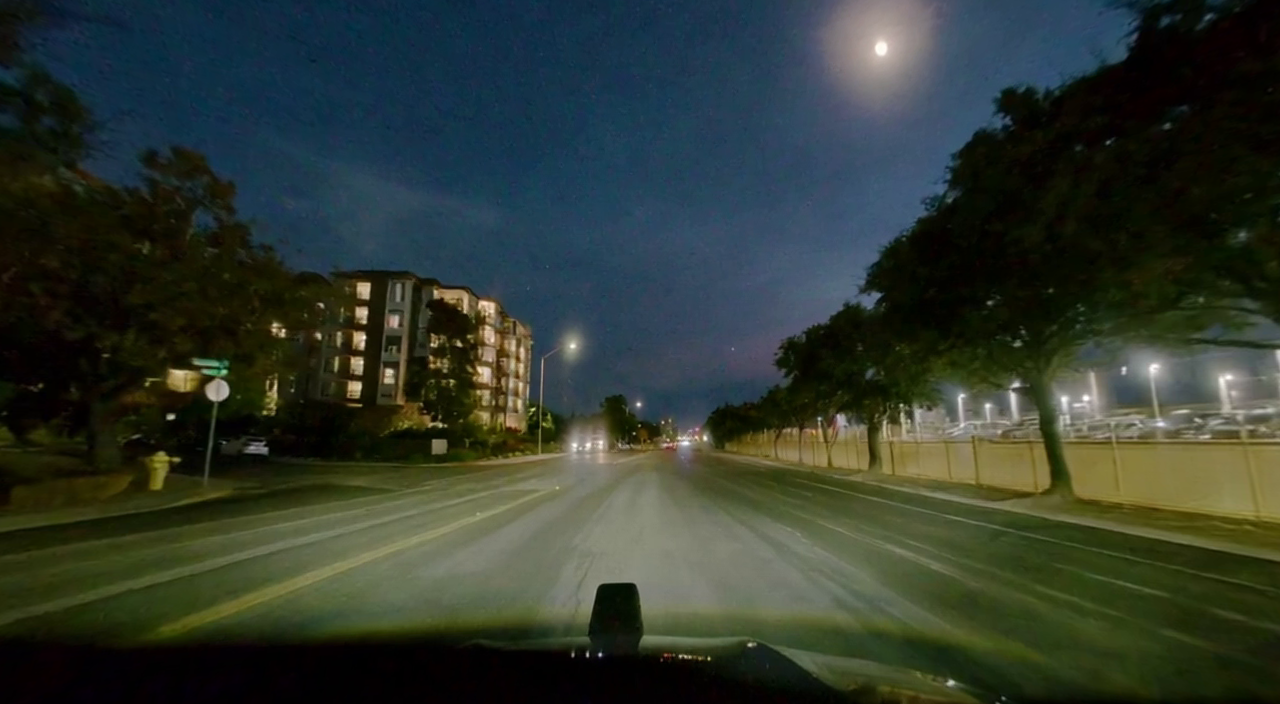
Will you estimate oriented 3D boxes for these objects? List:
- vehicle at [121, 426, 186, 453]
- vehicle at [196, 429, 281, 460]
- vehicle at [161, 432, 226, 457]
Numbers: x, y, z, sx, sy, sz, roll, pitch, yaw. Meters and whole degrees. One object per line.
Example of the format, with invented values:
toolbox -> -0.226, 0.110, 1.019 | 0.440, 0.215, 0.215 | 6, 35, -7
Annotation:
vehicle -> -34.587, 6.254, 44.883 | 4.503, 1.838, 2.069 | -5, -10, 32
vehicle -> -24.674, 5.680, 38.783 | 5.078, 1.794, 2.210 | -5, -10, 30
vehicle -> -29.321, 6.069, 41.449 | 4.245, 1.564, 1.895 | -5, -10, 32
